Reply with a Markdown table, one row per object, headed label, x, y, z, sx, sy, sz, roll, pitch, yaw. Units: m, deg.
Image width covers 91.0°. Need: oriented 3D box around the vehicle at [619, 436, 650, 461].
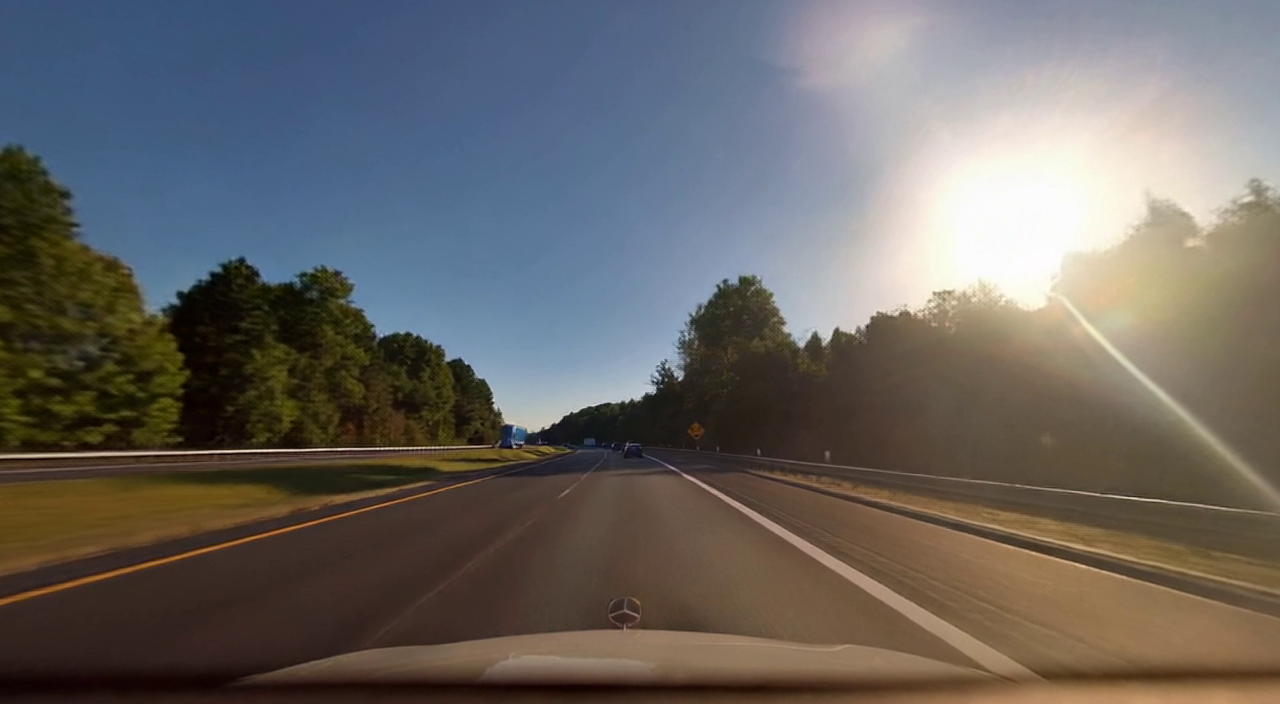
| label | x | y | z | sx | sy | sz | roll | pitch | yaw |
| --- | --- | --- | --- | --- | --- | --- | --- | --- | --- |
| vehicle | -0.472 | 7.134 | 46.467 | 2.079 | 1.729 | 4.380 | 0 | -8 | -3 |
